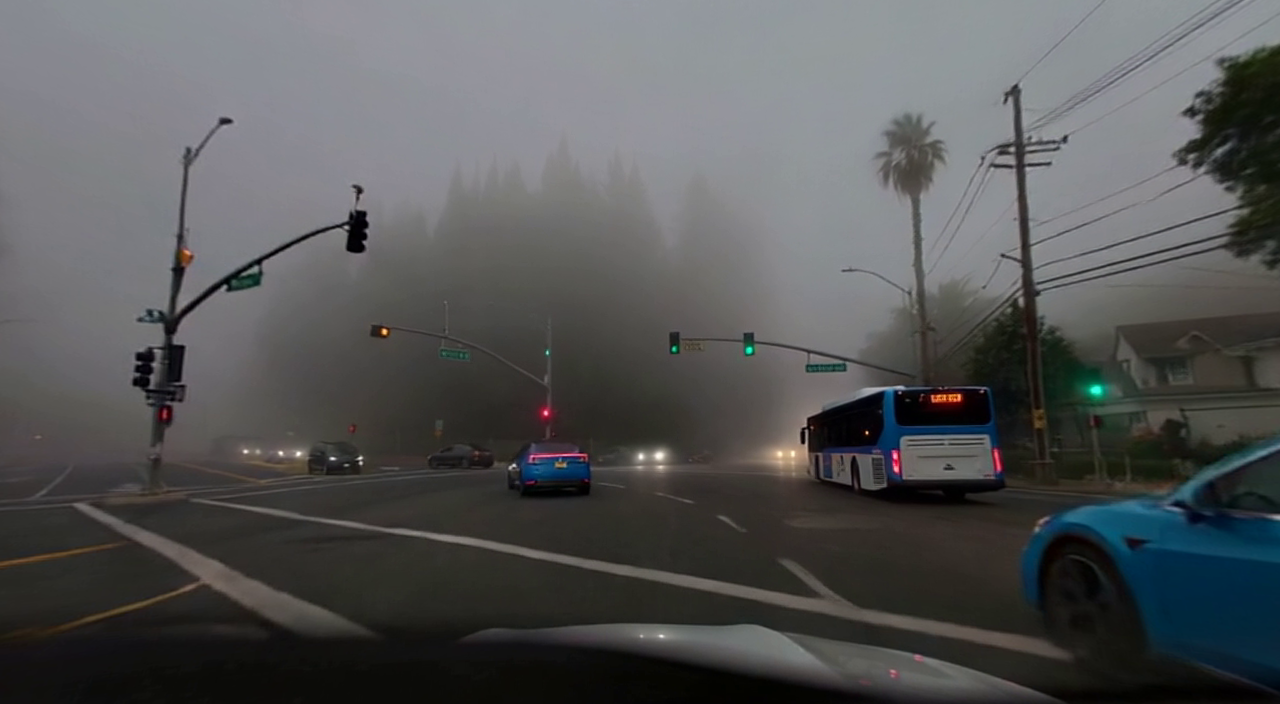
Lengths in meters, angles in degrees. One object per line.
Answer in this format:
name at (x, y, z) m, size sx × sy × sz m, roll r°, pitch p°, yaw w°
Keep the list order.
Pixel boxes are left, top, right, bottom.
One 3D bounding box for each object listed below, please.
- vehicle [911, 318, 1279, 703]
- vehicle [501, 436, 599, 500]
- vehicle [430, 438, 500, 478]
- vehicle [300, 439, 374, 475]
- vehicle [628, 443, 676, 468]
vehicle at (3.460, 0.827, 2.622) m, size 2.205 × 1.803 × 5.135 m, roll 0°, pitch -9°, yaw -2°
vehicle at (-2.917, 3.518, 19.585) m, size 2.341 × 1.709 × 4.466 m, roll 2°, pitch -9°, yaw -16°
vehicle at (-9.222, 5.505, 33.095) m, size 2.272 × 1.891 × 4.562 m, roll 5°, pitch -10°, yaw -31°
vehicle at (-17.348, 5.962, 36.041) m, size 2.283 × 1.878 × 5.384 m, roll 7°, pitch -11°, yaw -41°
vehicle at (0.990, 7.717, 47.309) m, size 2.122 × 1.730 × 5.138 m, roll -3°, pitch -9°, yaw 18°
